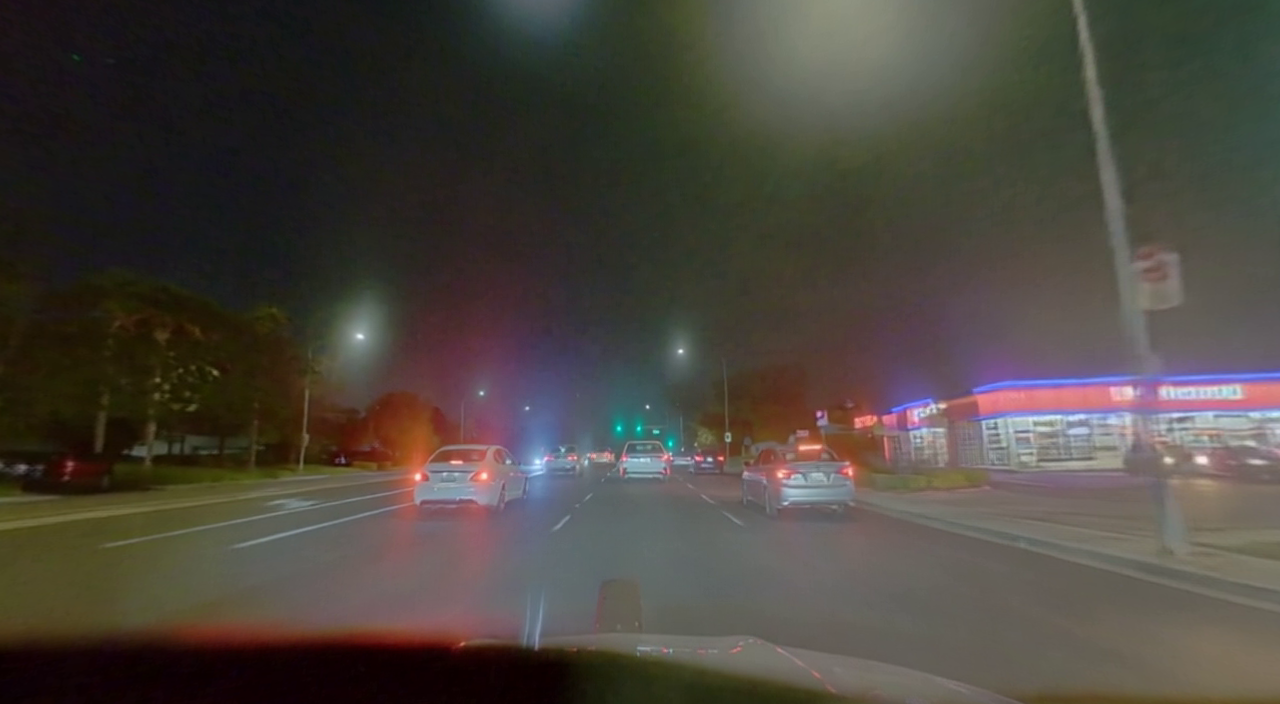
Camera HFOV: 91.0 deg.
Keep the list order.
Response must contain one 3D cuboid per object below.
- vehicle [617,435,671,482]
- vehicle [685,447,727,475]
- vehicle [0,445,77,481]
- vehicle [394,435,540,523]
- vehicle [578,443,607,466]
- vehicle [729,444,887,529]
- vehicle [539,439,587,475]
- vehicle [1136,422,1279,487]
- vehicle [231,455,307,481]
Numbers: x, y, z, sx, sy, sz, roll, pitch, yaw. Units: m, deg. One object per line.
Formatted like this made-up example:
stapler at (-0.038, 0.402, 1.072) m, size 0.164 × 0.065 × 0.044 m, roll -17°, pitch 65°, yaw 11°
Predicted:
vehicle at (0.119, 4.587, 27.442) m, size 2.164 × 1.867 × 4.254 m, roll 0°, pitch -8°, yaw -1°
vehicle at (3.672, 6.147, 35.837) m, size 1.880 × 1.476 × 3.932 m, roll 0°, pitch -8°, yaw -1°
vehicle at (-30.077, 5.304, 30.200) m, size 4.123 × 1.648 × 2.053 m, roll 0°, pitch -8°, yaw 1°
vehicle at (-3.312, 2.498, 12.991) m, size 1.864 × 1.505 × 4.202 m, roll 0°, pitch -8°, yaw -1°
vehicle at (-3.617, 7.869, 48.379) m, size 1.871 × 1.673 × 3.920 m, roll 0°, pitch -8°, yaw 1°
vehicle at (3.288, 2.710, 13.430) m, size 1.977 × 1.480 × 4.589 m, roll 0°, pitch -8°, yaw -2°
vehicle at (-3.845, 5.350, 32.213) m, size 1.932 × 1.695 × 4.235 m, roll 0°, pitch -8°, yaw 0°
vehicle at (18.571, 3.237, 20.177) m, size 1.905 × 1.833 × 4.347 m, roll 0°, pitch -8°, yaw 3°
vehicle at (-22.508, 7.040, 38.453) m, size 1.827 × 1.441 × 4.660 m, roll 0°, pitch -8°, yaw 0°
